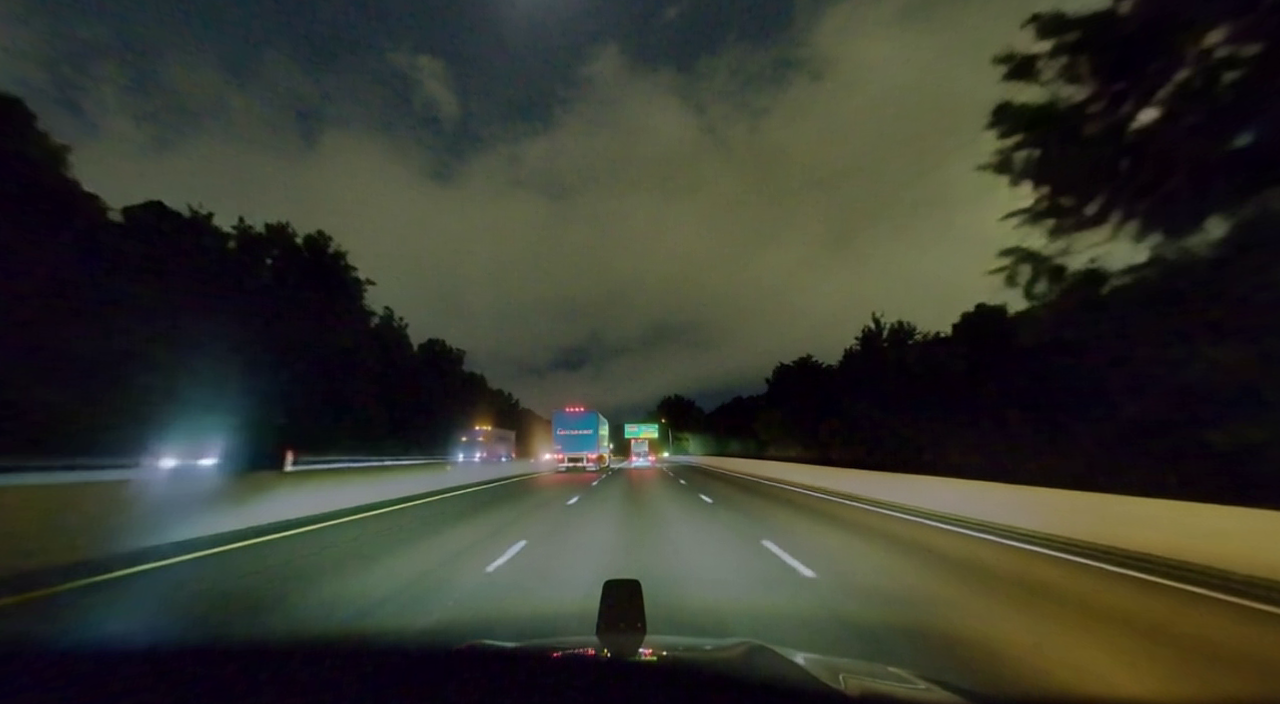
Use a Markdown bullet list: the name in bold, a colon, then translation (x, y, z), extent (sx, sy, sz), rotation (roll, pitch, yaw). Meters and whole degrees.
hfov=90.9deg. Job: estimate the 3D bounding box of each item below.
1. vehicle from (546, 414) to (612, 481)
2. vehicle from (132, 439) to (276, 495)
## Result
- **vehicle**: translation (-3.036, 5.048, 33.286), extent (2.695, 3.151, 6.885), rotation (0, -9, 0)
- **vehicle**: translation (-16.917, 4.449, 24.839), extent (2.052, 1.943, 4.963), rotation (0, -9, 1)
